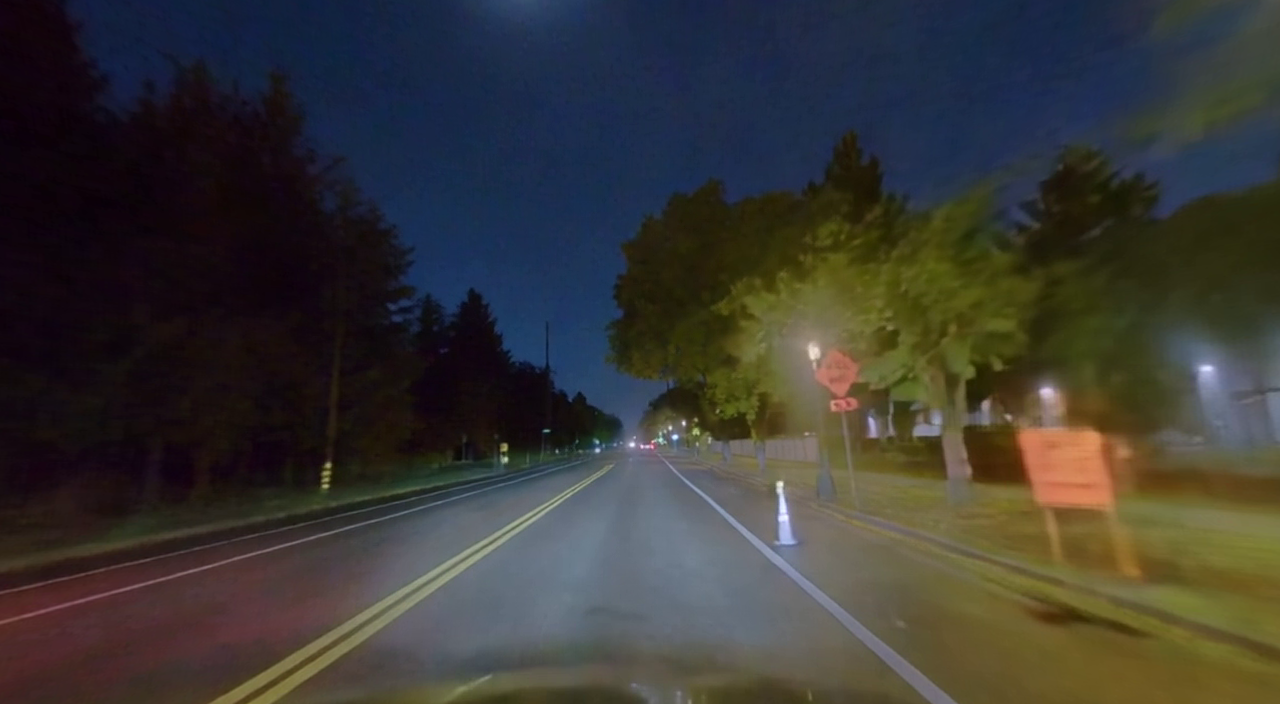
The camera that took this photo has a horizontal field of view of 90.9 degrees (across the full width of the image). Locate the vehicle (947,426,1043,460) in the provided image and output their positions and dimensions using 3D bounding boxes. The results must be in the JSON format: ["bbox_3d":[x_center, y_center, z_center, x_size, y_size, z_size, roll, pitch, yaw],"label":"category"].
[{"bbox_3d":[16.933,4.351,30.202,3.462,1.576,1.863,1,-8,-4],"label":"vehicle"}]
